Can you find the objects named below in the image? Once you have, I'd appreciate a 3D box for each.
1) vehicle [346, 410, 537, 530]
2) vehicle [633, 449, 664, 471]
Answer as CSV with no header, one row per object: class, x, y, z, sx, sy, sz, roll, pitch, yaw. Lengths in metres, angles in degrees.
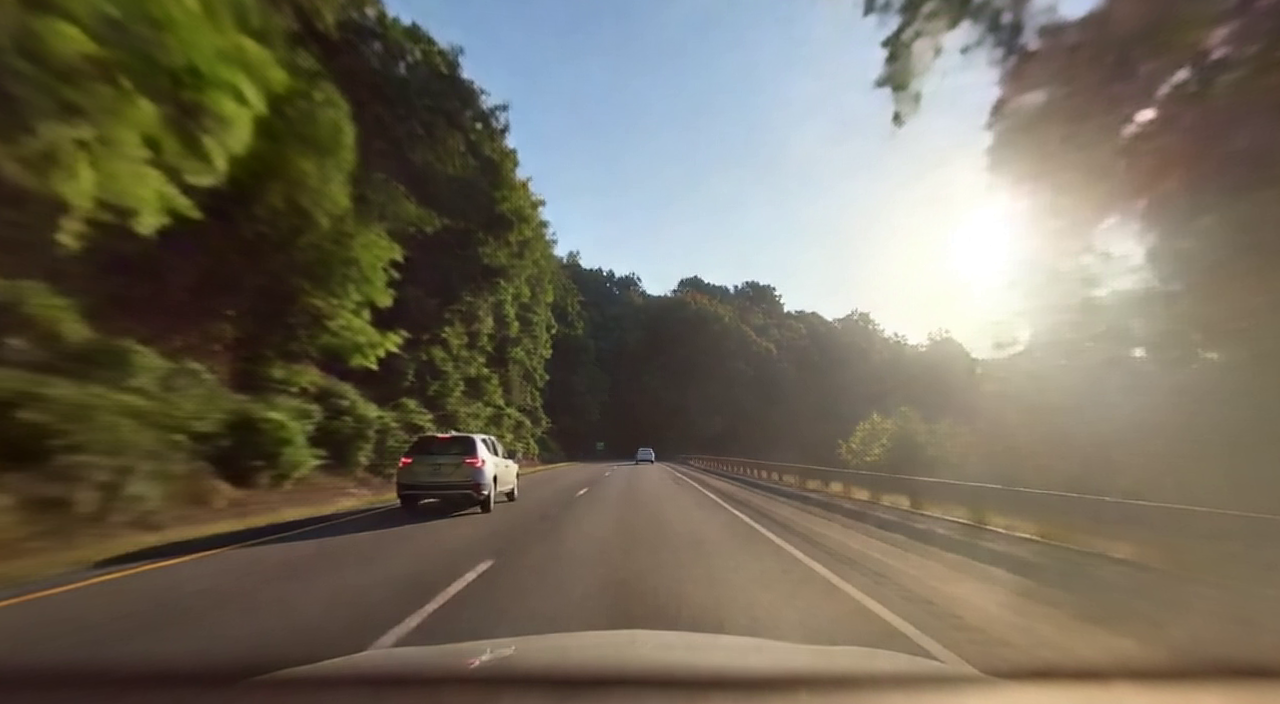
vehicle,-3.829,2.408,13.413,2.418,2.049,4.930,0,-9,0
vehicle,0.527,7.364,43.204,2.046,1.452,4.407,0,-9,-1
